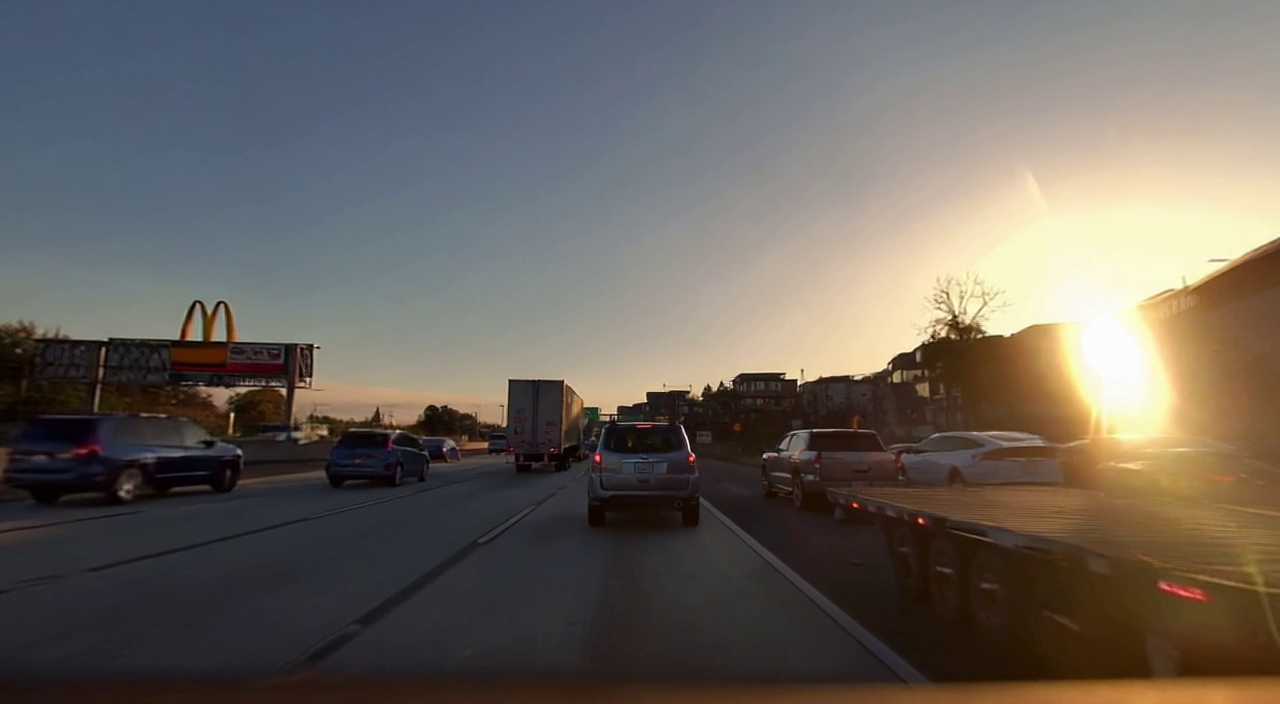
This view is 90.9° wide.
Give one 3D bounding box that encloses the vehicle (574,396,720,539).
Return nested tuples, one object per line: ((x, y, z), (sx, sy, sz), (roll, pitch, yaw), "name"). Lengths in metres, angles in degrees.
((0.054, 1.847, 10.531), (1.947, 1.910, 4.040), (0, -9, -1), "vehicle")

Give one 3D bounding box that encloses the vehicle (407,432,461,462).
((-12.422, 5.770, 38.347), (1.915, 1.710, 4.670), (0, -9, -2), "vehicle")

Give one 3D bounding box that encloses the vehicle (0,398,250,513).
((-11.612, 2.244, 13.947), (2.240, 1.995, 5.854), (0, -9, 0), "vehicle")

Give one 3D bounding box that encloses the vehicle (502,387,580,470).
((-4.625, 3.899, 31.300), (2.814, 3.513, 8.529), (0, -9, -2), "vehicle")

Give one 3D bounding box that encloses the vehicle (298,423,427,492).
((-7.696, 2.975, 18.022), (1.854, 1.740, 4.151), (0, -9, -1), "vehicle")
